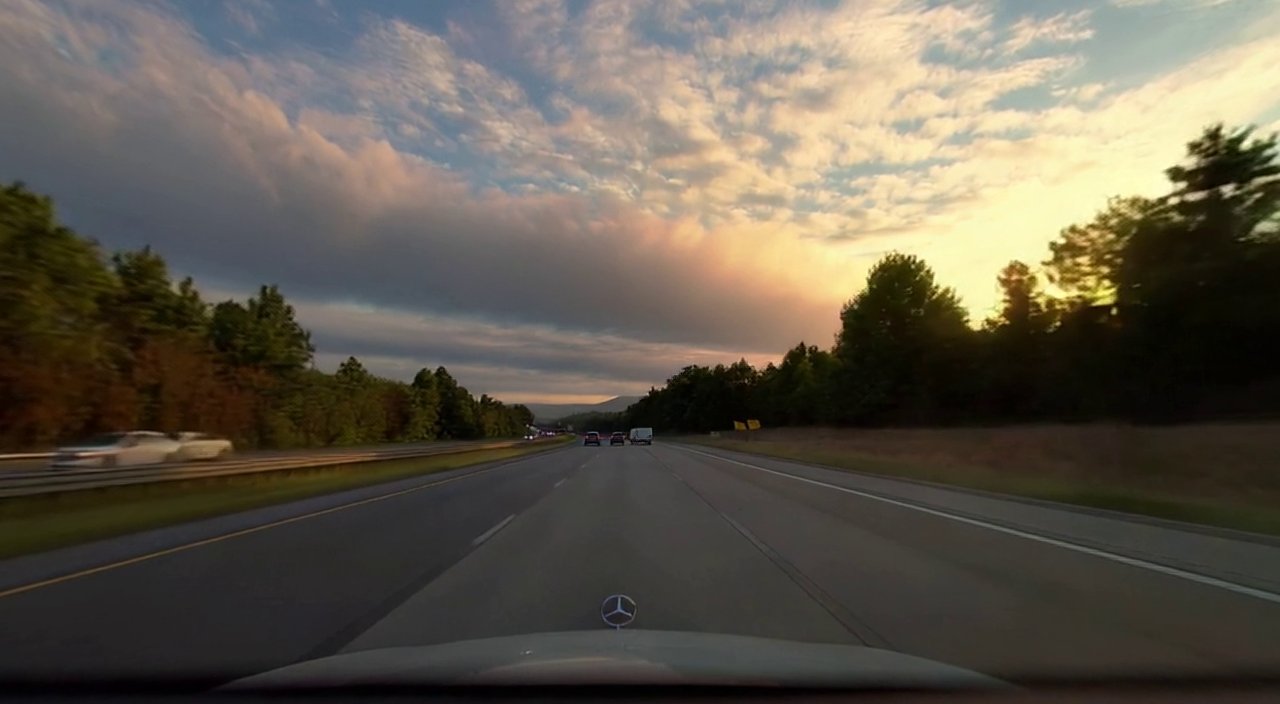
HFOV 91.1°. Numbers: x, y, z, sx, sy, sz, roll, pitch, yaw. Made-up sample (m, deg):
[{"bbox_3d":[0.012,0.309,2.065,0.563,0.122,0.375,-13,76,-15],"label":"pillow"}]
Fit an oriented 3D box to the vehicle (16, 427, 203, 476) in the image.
[{"bbox_3d":[-16.833,3.173,20.363,1.957,1.378,4.740,0,-8,0],"label":"vehicle"}]
